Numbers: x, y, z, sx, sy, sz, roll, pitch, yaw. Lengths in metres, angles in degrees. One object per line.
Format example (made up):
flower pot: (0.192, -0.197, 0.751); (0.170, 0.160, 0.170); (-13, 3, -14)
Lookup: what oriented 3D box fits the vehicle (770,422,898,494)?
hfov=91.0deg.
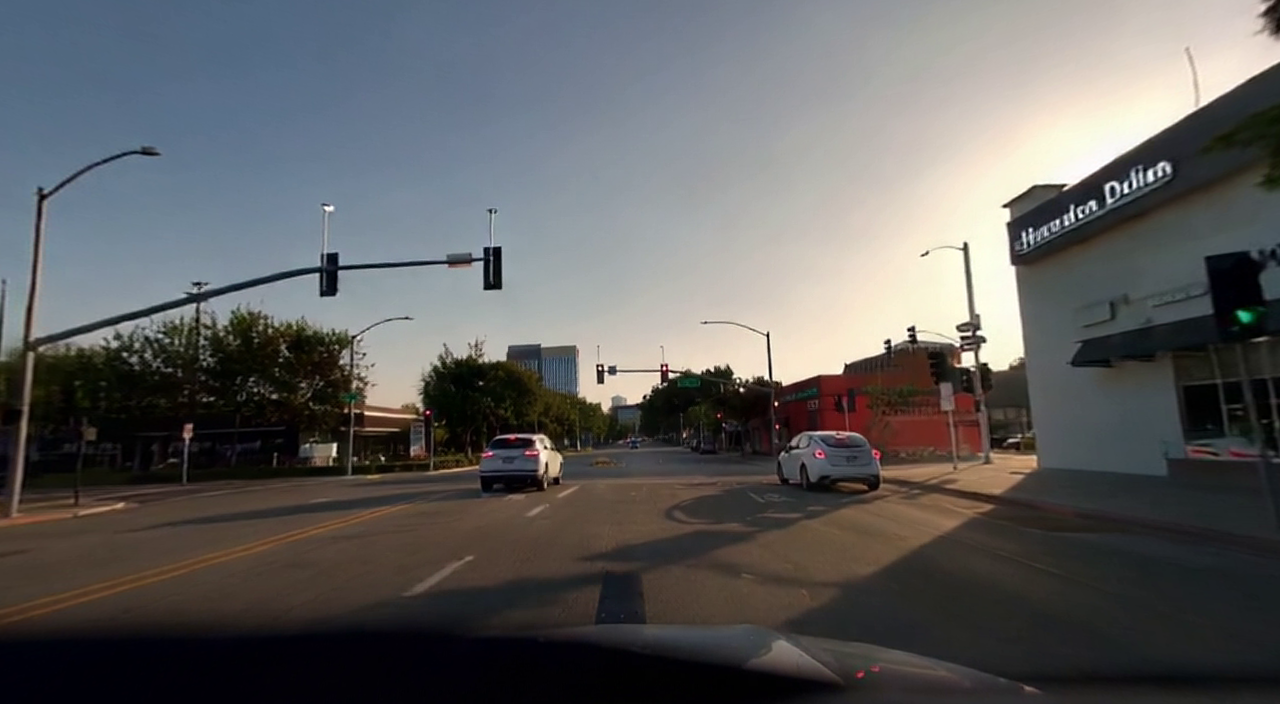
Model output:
vehicle: (5.010, 2.806, 17.010); (2.039, 1.655, 4.495); (0, -8, 0)

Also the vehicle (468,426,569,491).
vehicle: (-3.303, 3.001, 18.062); (1.947, 1.627, 4.248); (0, -8, 1)
